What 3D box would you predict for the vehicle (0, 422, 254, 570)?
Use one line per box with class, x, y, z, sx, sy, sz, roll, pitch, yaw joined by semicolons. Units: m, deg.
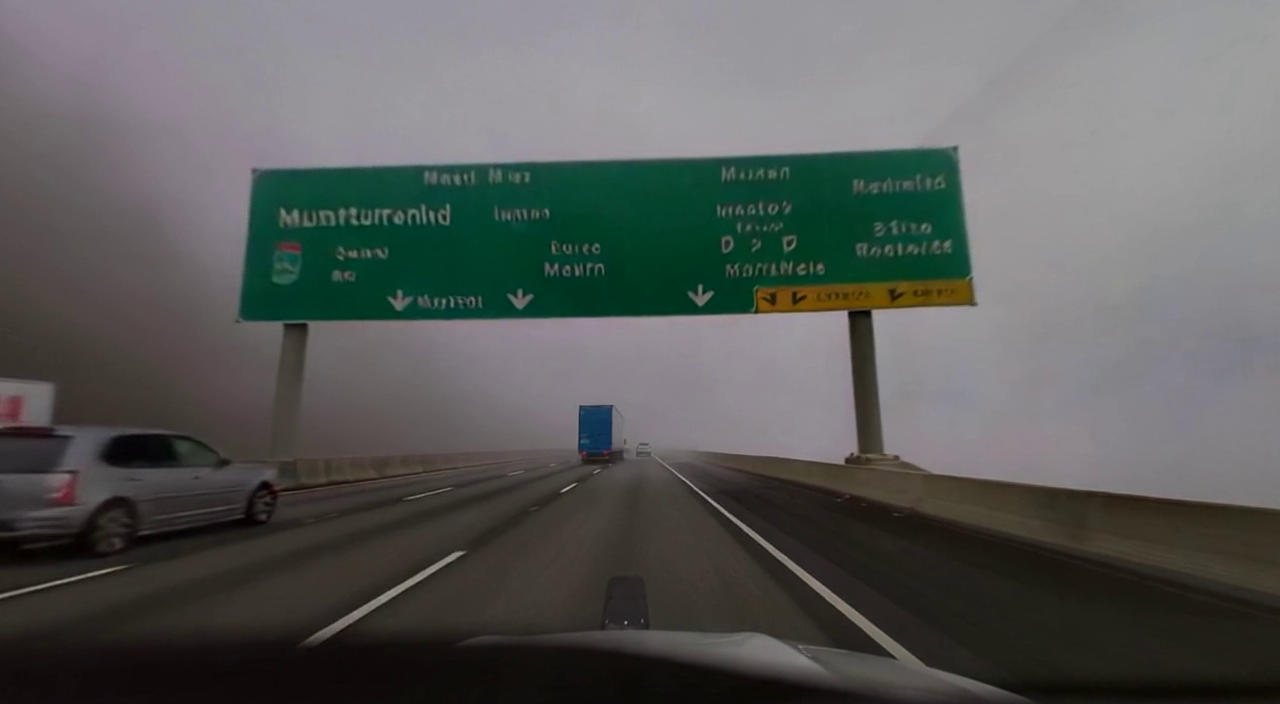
vehicle;-7.615;1.763;8.416;2.046;1.513;4.419;0;-8;0
